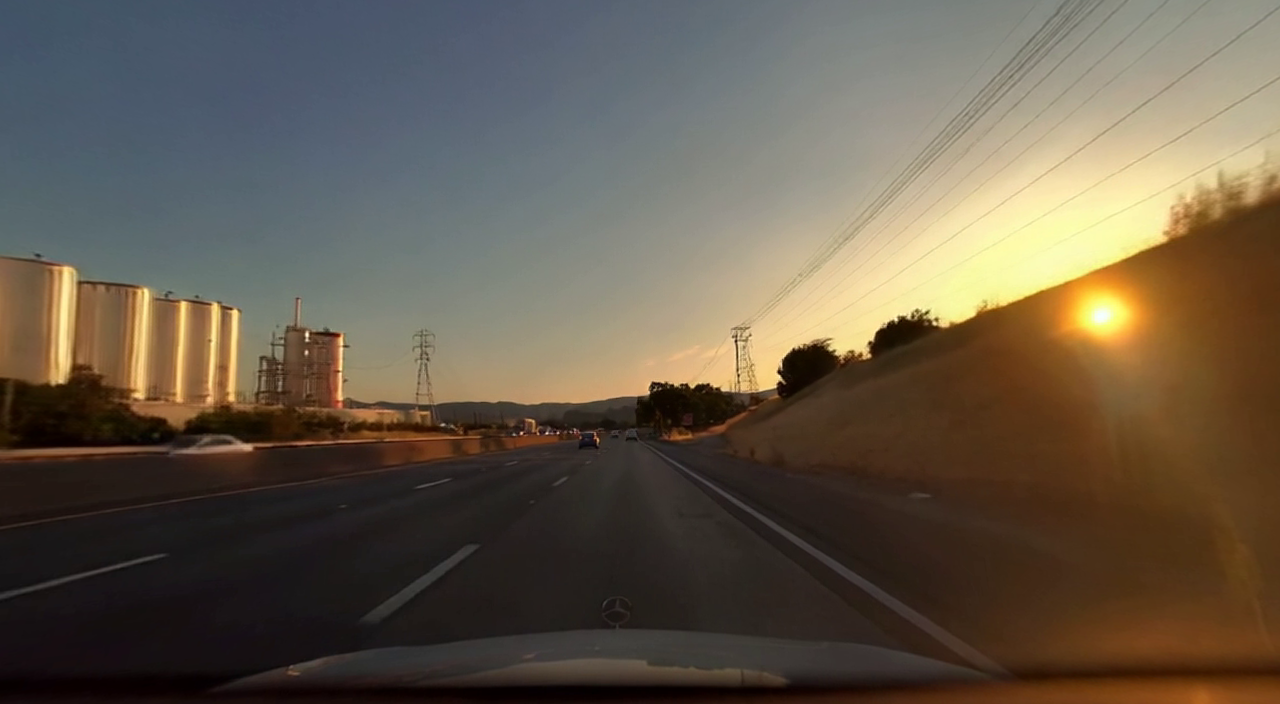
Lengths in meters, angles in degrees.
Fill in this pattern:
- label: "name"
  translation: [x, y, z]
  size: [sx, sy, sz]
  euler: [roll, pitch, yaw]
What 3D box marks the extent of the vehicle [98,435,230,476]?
- label: "vehicle"
  translation: [-19.053, 4.125, 25.550]
  size: [1.851, 1.473, 4.523]
  euler: [0, -8, 0]
